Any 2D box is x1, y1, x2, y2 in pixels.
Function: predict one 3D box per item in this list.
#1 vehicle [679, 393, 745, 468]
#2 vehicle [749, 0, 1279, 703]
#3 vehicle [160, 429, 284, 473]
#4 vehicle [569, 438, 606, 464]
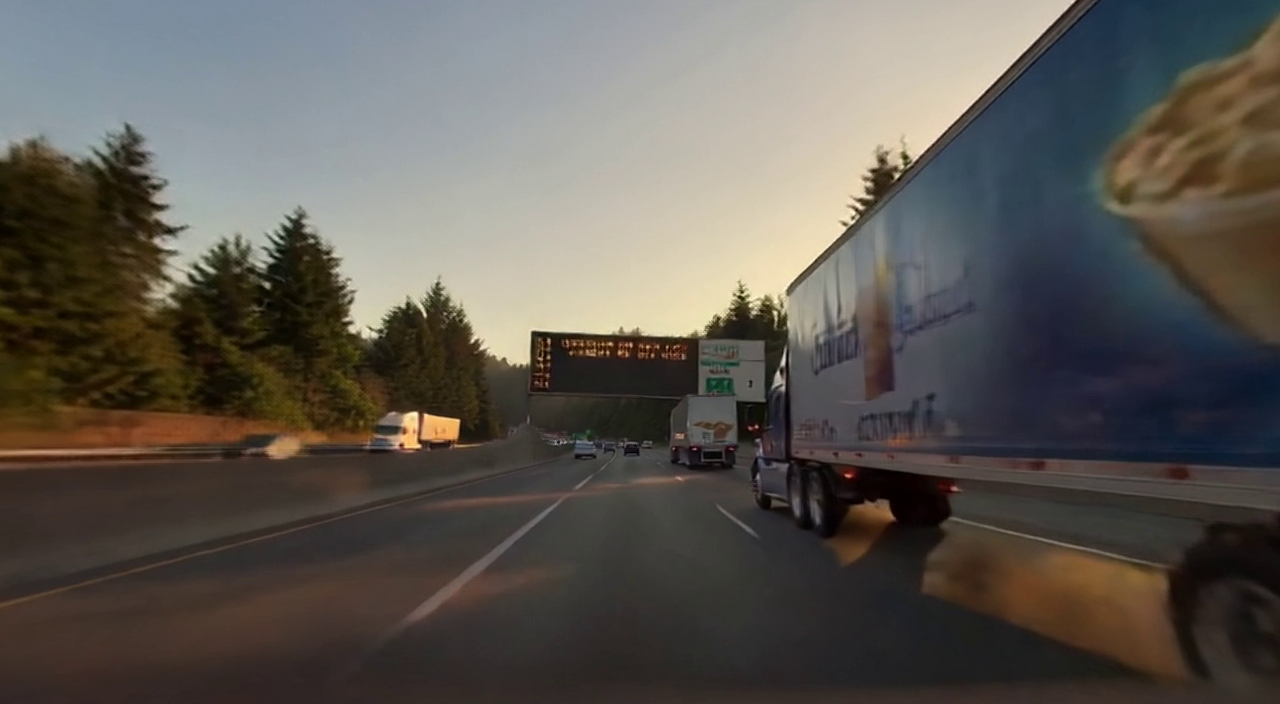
[{"bbox_3d":[4.200,5.002,38.871,3.085,4.062,8.965,0,-10,1],"label":"vehicle"},{"bbox_3d":[3.732,-0.006,4.989,3.116,3.992,13.748,0,-8,-1],"label":"vehicle"},{"bbox_3d":[-16.342,3.893,24.933,1.940,1.566,4.323,0,-8,0],"label":"vehicle"},{"bbox_3d":[-3.521,6.734,42.844,2.206,1.644,4.027,0,-8,0],"label":"vehicle"}]
